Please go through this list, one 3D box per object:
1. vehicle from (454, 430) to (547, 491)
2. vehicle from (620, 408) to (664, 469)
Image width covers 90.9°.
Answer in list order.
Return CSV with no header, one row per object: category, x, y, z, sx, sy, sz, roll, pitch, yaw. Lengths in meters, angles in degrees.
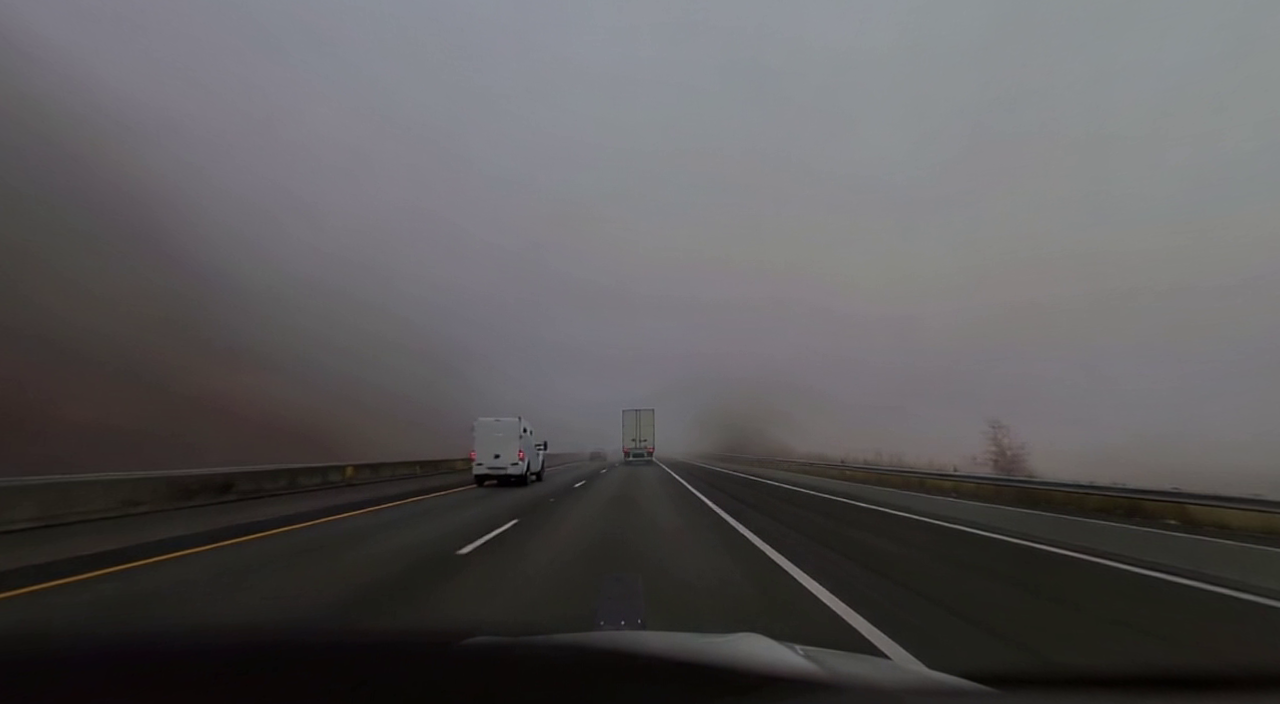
vehicle,-4.551,3.618,21.334,2.042,1.815,4.639,0,-9,0
vehicle,0.137,6.383,46.135,2.899,3.966,10.053,0,-9,0
